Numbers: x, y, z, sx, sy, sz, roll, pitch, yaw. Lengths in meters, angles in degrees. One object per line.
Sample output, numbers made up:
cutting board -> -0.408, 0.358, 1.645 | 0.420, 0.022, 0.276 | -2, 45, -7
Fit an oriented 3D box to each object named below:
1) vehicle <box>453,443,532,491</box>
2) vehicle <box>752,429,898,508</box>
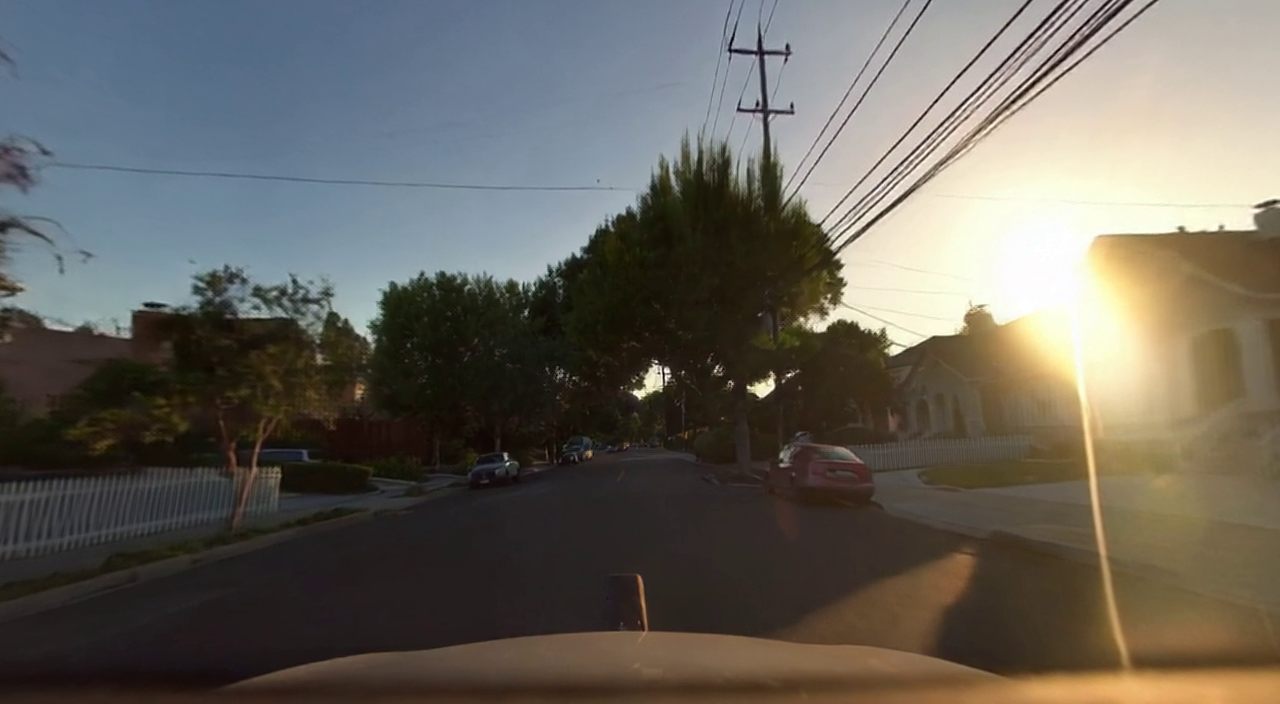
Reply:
vehicle -> -5.875, 4.608, 25.830 | 1.954, 1.551, 5.128 | -3, -7, 0
vehicle -> 4.104, 2.645, 14.781 | 2.020, 1.558, 3.925 | 0, -8, -3
